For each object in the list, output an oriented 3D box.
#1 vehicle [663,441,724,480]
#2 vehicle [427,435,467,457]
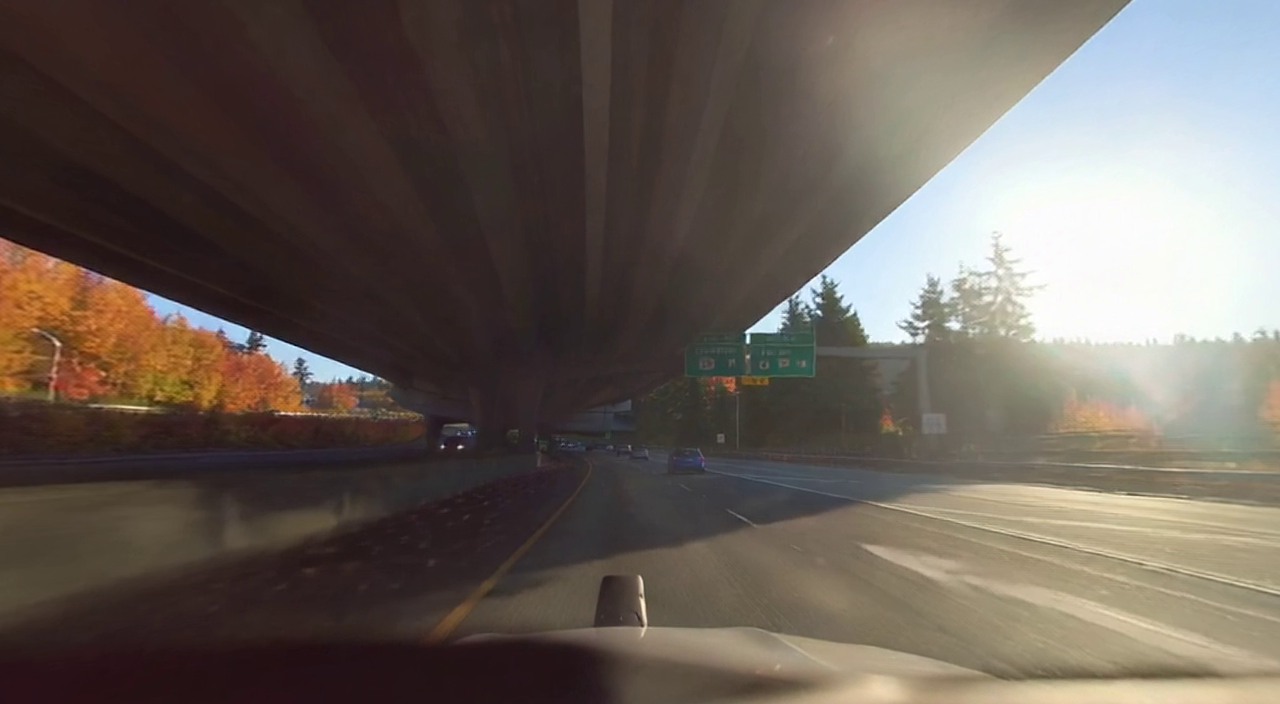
[{"bbox_3d":[2.356,4.972,28.840,2.337,1.633,4.222,-1,-9,-2],"label":"vehicle"},{"bbox_3d":[-14.879,7.304,48.478,1.921,1.550,4.249,-1,-9,-2],"label":"vehicle"}]
